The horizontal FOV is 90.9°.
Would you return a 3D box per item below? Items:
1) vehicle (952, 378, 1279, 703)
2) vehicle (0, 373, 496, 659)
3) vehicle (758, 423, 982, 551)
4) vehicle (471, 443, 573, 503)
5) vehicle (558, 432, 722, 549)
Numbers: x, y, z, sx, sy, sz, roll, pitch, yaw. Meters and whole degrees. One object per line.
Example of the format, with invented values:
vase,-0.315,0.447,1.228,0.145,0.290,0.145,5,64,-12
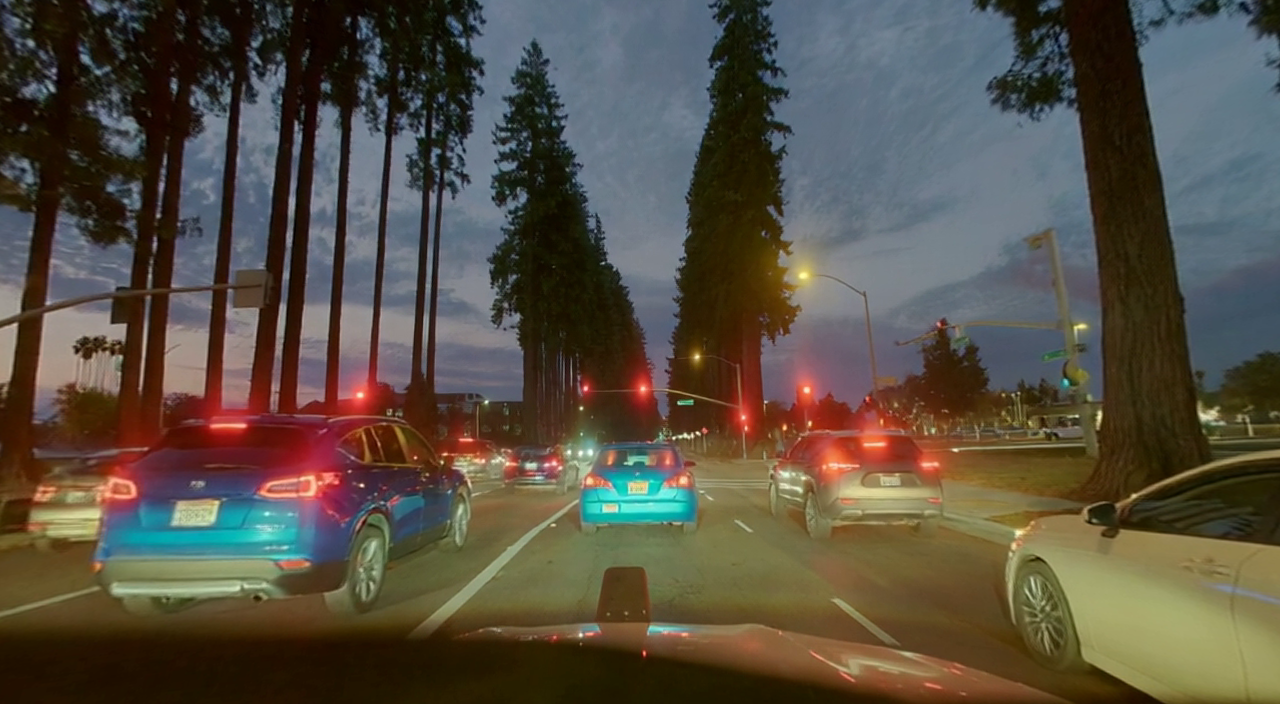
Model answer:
vehicle,3.313,0.956,2.738,1.899,1.588,3.888,0,-9,0
vehicle,-3.114,1.355,6.277,2.168,1.750,4.625,-1,-8,1
vehicle,3.427,2.096,10.491,2.040,1.647,4.379,0,-8,0
vehicle,-3.079,3.248,17.365,1.975,1.420,4.196,0,-8,1
vehicle,-0.009,2.116,10.295,2.147,1.507,3.953,0,-8,0
